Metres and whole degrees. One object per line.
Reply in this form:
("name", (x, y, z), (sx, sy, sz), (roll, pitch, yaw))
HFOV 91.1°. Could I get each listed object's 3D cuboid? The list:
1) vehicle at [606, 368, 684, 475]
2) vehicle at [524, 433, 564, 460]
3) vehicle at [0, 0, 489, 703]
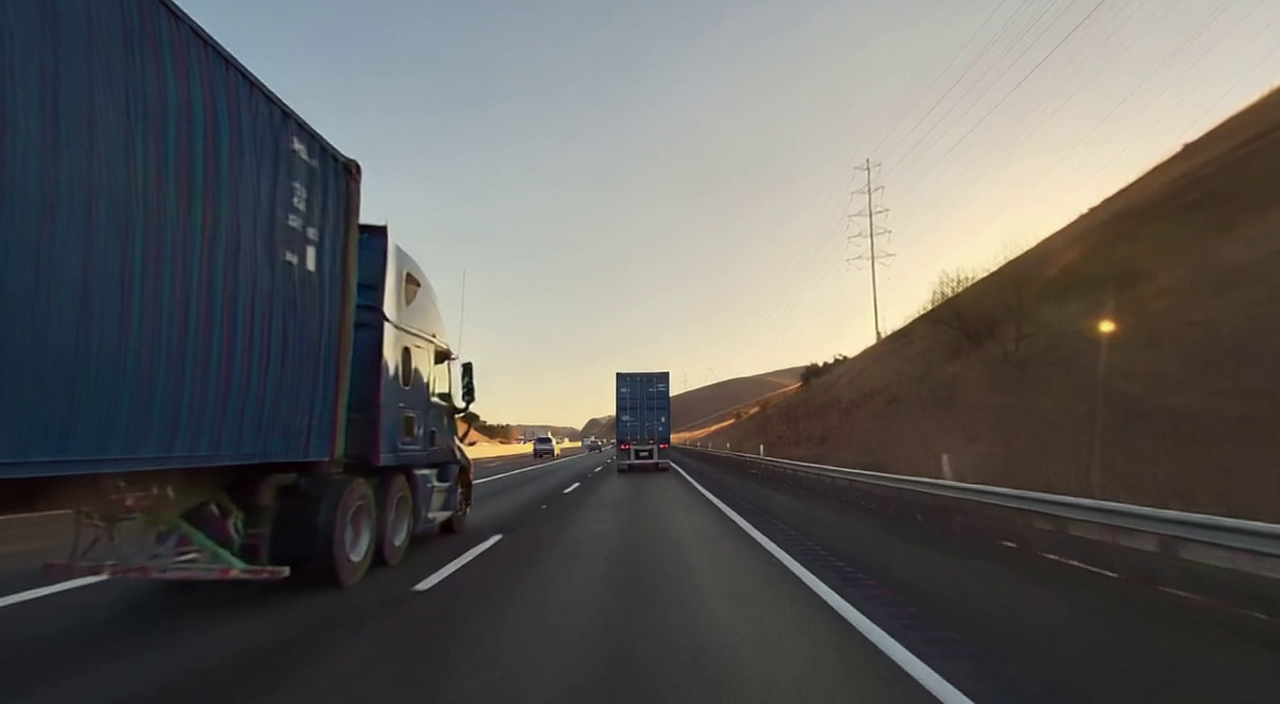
("vehicle", (0.152, 3.519, 30.254), (3.006, 4.120, 11.586), (0, -8, 0))
("vehicle", (-7.112, 7.050, 47.112), (2.214, 1.899, 4.719), (0, -8, 1))
("vehicle", (-4.067, -0.128, 4.423), (3.314, 4.224, 9.816), (0, -8, 1))
